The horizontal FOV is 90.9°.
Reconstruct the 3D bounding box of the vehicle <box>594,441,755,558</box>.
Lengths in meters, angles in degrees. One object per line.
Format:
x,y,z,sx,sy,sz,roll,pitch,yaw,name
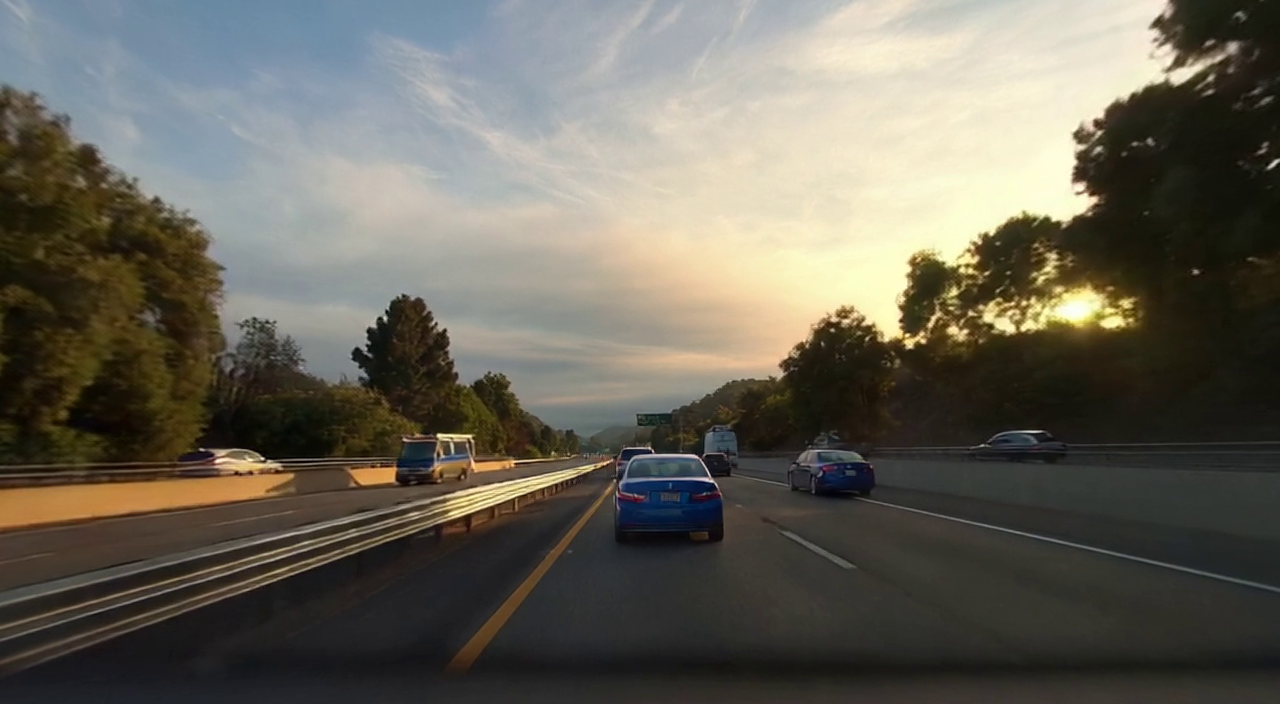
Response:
0.455,2.212,10.095,2.076,1.485,3.774,0,-9,0,vehicle

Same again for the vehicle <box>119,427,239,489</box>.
-33.541,7.722,46.398,2.902,3.981,7.819,-3,-8,0,vehicle

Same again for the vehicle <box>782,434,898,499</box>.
6.262,3.658,20.400,2.177,1.827,4.565,0,-9,-1,vehicle

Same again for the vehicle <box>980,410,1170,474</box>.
31.511,6.822,47.137,2.822,3.996,14.073,1,-9,-7,vehicle

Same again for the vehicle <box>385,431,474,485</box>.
-12.347,6.312,37.752,2.580,2.814,7.896,0,-9,0,vehicle
